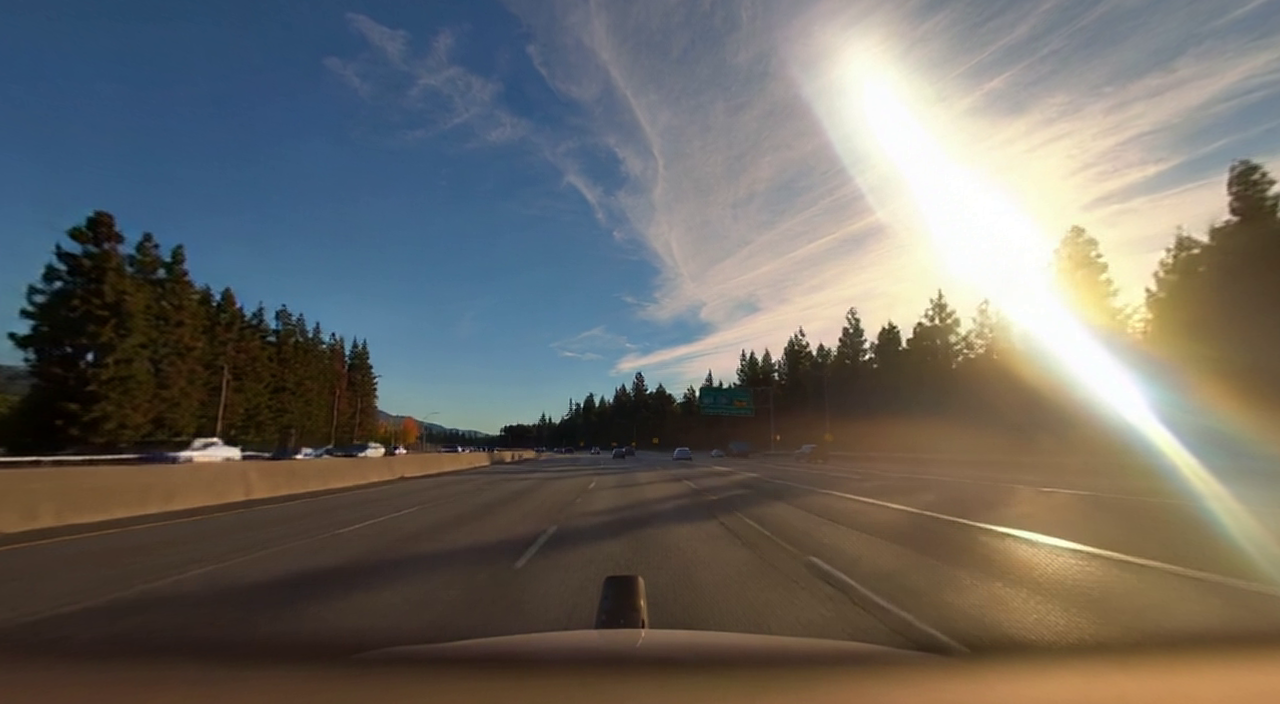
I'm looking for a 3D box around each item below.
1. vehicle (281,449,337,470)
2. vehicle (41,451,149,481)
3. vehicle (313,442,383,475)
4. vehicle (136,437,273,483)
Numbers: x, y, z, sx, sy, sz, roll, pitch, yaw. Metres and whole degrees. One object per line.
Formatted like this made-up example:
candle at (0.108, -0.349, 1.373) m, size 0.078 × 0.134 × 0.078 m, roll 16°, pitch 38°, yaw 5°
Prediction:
vehicle at (-25.220, 8.225, 48.191) m, size 1.872 × 1.494 × 4.752 m, roll 0°, pitch -9°, yaw -2°
vehicle at (-29.593, 6.155, 34.397) m, size 1.851 × 1.499 × 4.664 m, roll 0°, pitch -9°, yaw -2°
vehicle at (-17.264, 6.322, 37.482) m, size 2.027 × 1.796 × 4.612 m, roll 0°, pitch -9°, yaw -2°
vehicle at (-21.130, 5.294, 31.054) m, size 2.405 × 1.998 × 6.150 m, roll 0°, pitch -9°, yaw -1°
